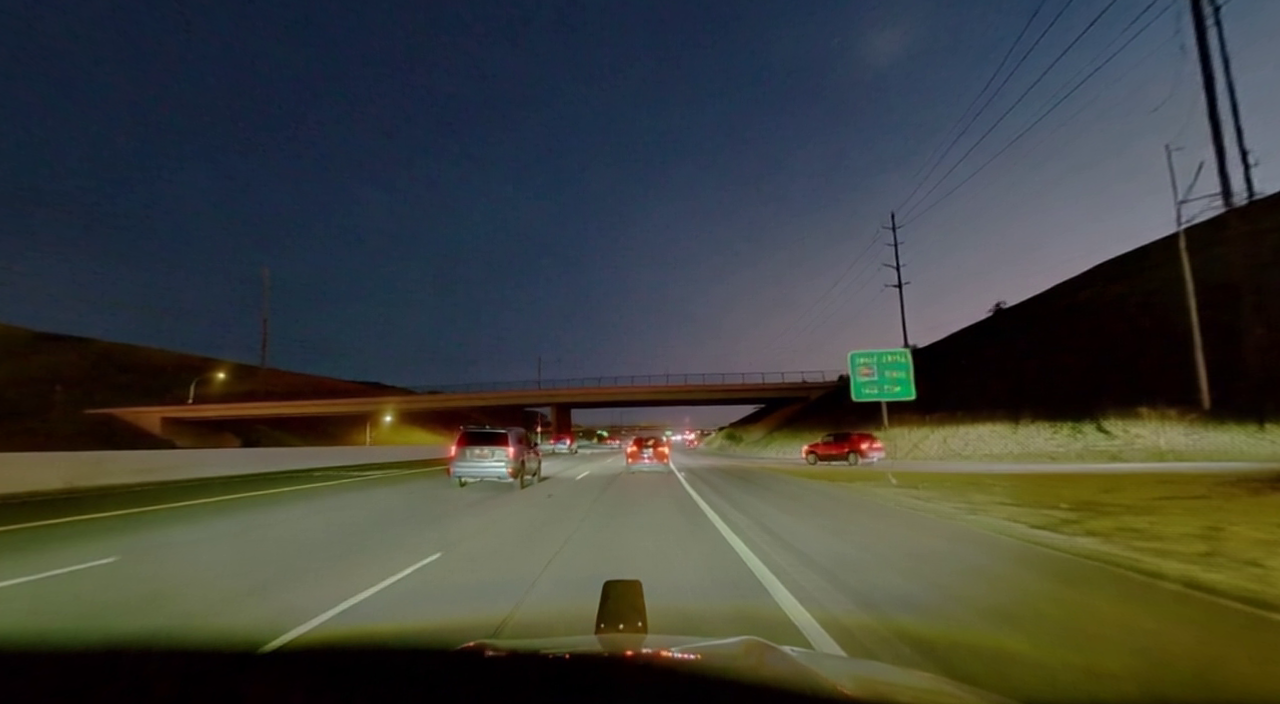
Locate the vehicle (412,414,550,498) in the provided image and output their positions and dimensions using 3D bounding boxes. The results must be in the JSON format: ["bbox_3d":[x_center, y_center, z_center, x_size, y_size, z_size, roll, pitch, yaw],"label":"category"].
[{"bbox_3d":[-3.884,2.680,16.498,2.228,1.845,4.847,-1,-8,2],"label":"vehicle"}]

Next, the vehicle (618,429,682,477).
[{"bbox_3d":[0.401,3.776,23.729,2.193,1.651,3.946,-1,-8,2],"label":"vehicle"}]

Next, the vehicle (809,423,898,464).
[{"bbox_3d":[14.608,6.380,43.729,2.571,2.571,6.876,2,-9,-12],"label":"vehicle"}]
